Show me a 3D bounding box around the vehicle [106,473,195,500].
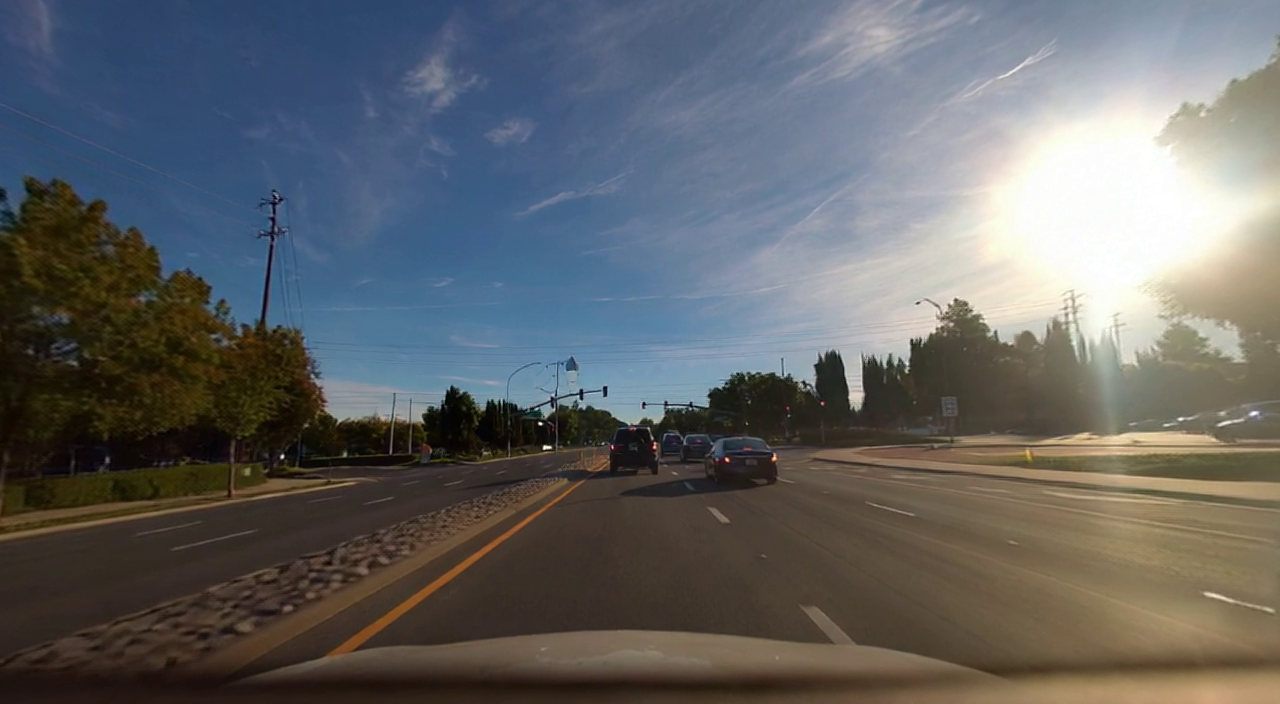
[{"bbox_3d":[-33.225,9.155,42.989,4.224,1.614,2.123,0,-9,-3],"label":"vehicle"}]

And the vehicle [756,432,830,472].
[{"bbox_3d":[6.886,4.572,29.013,2.198,1.678,4.419,0,-9,-2],"label":"vehicle"}]

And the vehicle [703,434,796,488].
[{"bbox_3d":[3.231,3.346,19.650,1.984,1.462,4.513,0,-9,-1],"label":"vehicle"}]

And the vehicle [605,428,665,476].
[{"bbox_3d":[-0.230,4.169,26.552,2.300,1.821,4.254,0,-9,-1],"label":"vehicle"}]

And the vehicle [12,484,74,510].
[{"bbox_3d":[-44.355,10.758,47.036,1.803,1.493,4.025,3,-8,-20],"label":"vehicle"}]

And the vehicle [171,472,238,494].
[{"bbox_3d":[-33.576,10.108,48.773,3.637,1.483,2.007,1,-7,0],"label":"vehicle"}]

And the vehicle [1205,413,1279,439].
[{"bbox_3d":[47.825,5.632,47.800,7.088,1.918,2.678,-5,-9,34],"label":"vehicle"}]
